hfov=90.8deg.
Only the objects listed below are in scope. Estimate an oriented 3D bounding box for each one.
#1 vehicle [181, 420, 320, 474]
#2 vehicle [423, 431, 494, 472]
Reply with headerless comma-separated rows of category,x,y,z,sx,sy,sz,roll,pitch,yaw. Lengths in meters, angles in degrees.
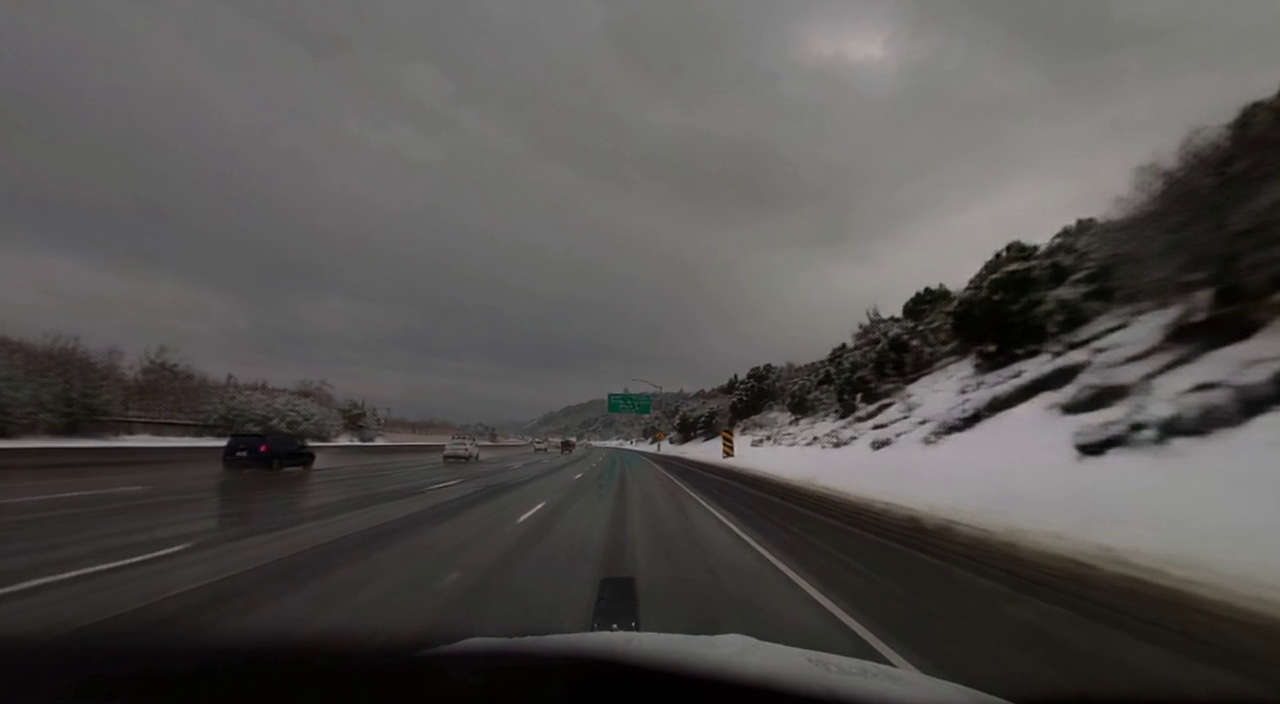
vehicle,-15.646,3.876,25.864,2.240,1.953,5.452,1,-8,-1
vehicle,-8.353,4.636,29.547,2.104,1.715,4.319,1,-8,-1
